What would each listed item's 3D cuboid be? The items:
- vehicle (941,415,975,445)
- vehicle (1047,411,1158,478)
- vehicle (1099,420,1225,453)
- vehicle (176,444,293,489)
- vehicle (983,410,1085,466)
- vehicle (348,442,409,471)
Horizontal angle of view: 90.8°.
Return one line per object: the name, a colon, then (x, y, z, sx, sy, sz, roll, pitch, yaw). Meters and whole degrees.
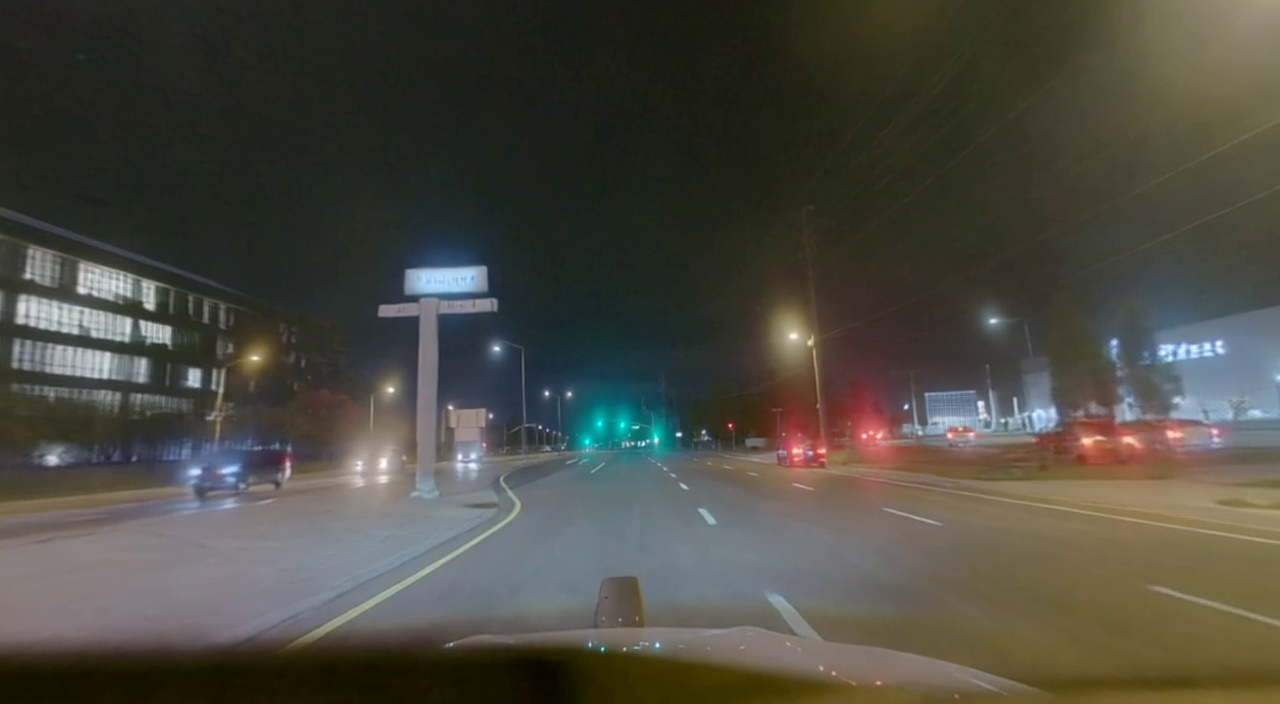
vehicle: (24.980, 6.138, 49.742, 1.246, 2.287, 2.709, -1, -8, 2)
vehicle: (17.177, 3.407, 23.656, 1.686, 2.284, 3.164, -1, -7, 1)
vehicle: (31.547, 5.106, 38.275, 5.509, 1.904, 2.614, 0, -8, -6)
vehicle: (-18.263, 5.131, 28.809, 2.041, 1.826, 4.878, -1, -8, 1)
vehicle: (21.908, 4.722, 35.073, 5.332, 2.719, 2.336, 1, -8, -31)
vehicle: (-18.422, 7.330, 44.702, 2.284, 1.801, 4.822, -3, -8, 0)
